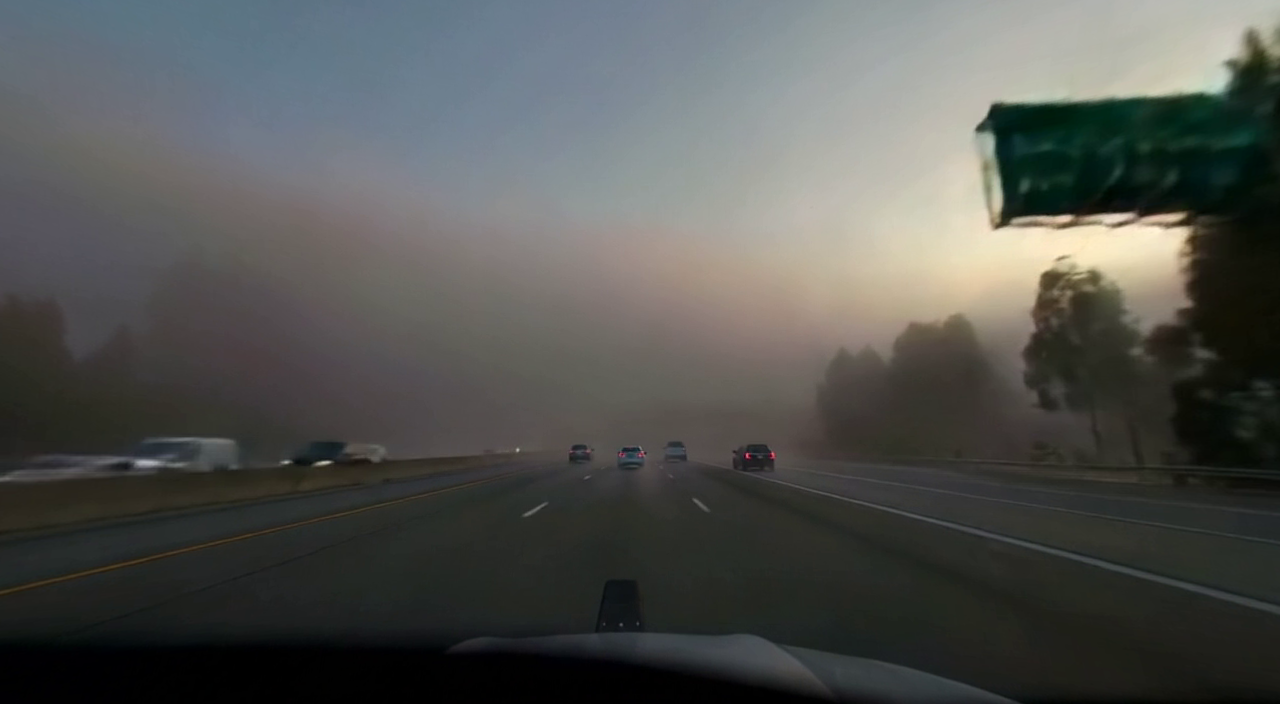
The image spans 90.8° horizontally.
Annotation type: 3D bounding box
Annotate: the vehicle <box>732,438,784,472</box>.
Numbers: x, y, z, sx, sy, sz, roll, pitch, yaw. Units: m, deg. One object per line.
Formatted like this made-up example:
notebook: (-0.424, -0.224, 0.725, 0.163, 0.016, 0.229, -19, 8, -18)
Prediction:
vehicle: (6.061, 5.337, 32.916, 1.936, 1.625, 3.991, 0, -9, -1)

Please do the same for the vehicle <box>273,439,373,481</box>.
vehicle: (-13.737, 4.686, 27.707, 2.033, 1.659, 4.459, 0, -9, 0)

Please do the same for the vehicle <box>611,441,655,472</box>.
vehicle: (-0.345, 5.329, 32.398, 2.075, 1.486, 4.007, 0, -9, 0)

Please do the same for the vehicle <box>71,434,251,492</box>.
vehicle: (-17.910, 4.180, 24.194, 2.239, 1.920, 5.939, 0, -9, 0)

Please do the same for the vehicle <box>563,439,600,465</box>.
vehicle: (-4.079, 7.065, 44.823, 2.113, 1.756, 4.471, 0, -9, 1)
